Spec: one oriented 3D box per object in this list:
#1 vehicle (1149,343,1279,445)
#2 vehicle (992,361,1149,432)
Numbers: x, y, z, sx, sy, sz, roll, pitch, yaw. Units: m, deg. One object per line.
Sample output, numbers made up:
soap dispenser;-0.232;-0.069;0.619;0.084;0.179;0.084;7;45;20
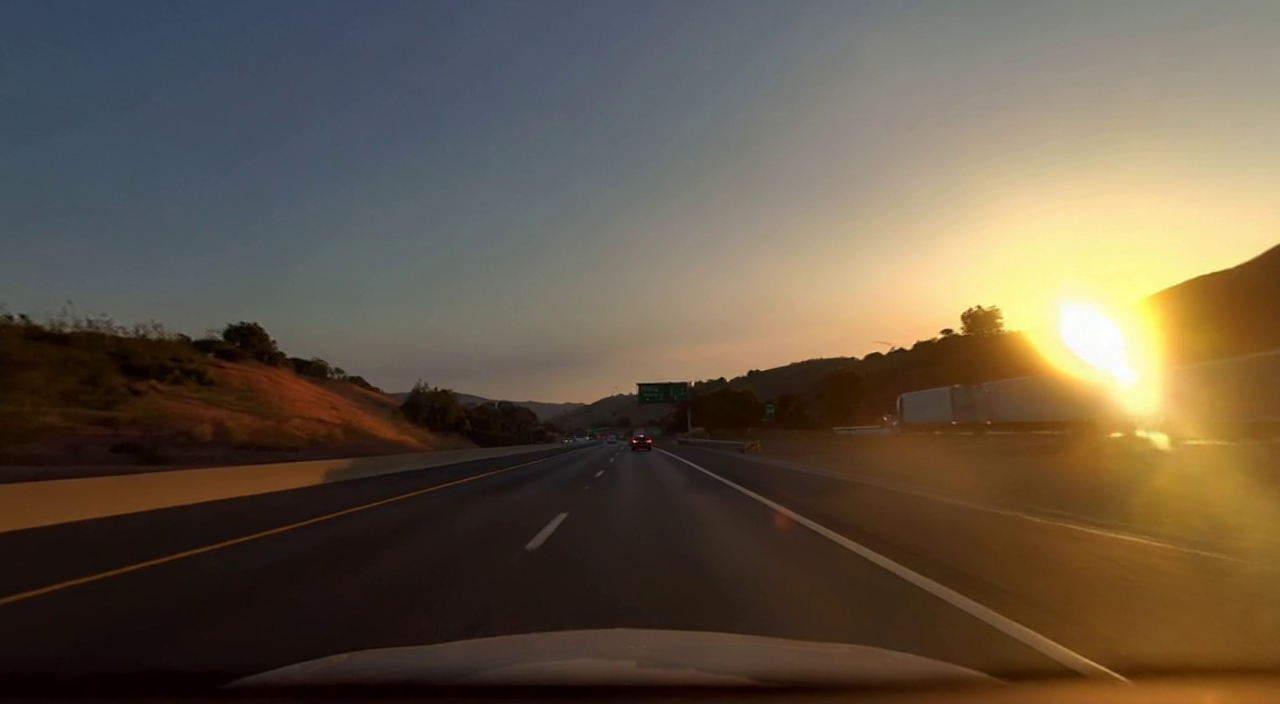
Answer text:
vehicle;28.290;2.163;29.006;3.106;4.073;10.350;-1;-8;13
vehicle;31.259;3.704;47.101;2.932;4.074;14.330;-5;-9;6
